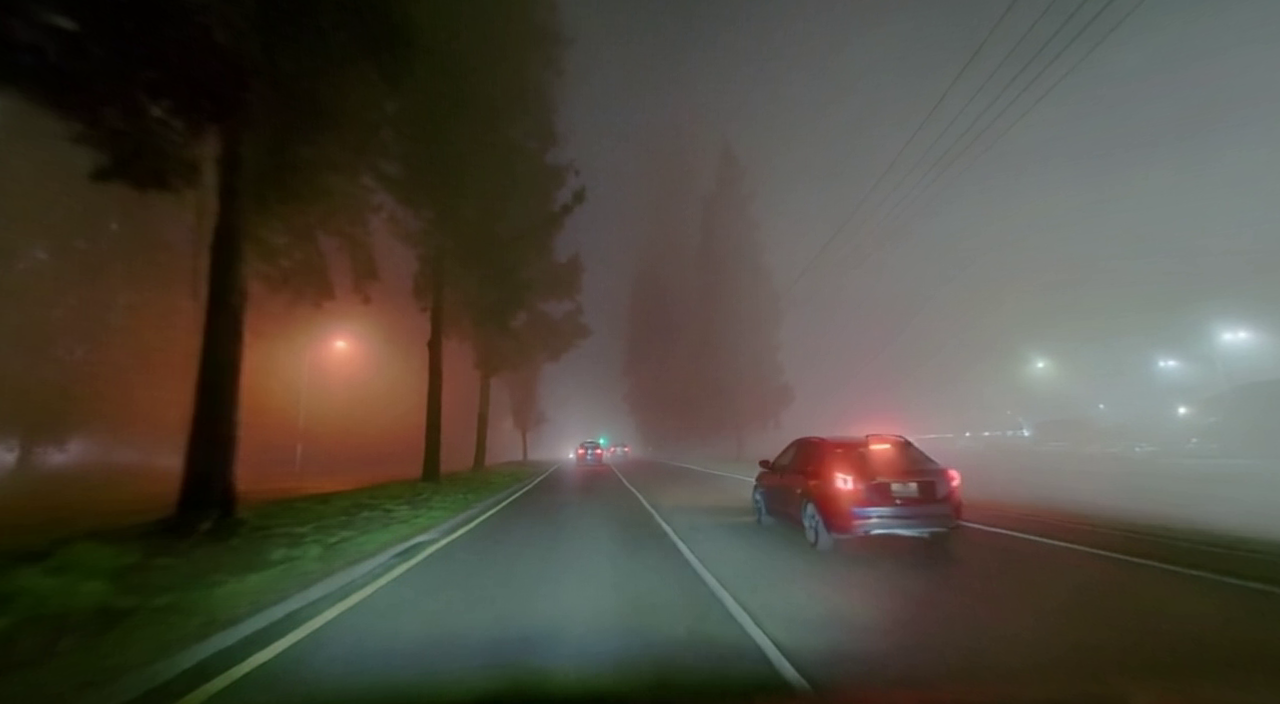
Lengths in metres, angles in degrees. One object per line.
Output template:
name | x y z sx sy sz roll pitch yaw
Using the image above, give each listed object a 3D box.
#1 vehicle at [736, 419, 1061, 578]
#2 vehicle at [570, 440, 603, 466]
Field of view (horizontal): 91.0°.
vehicle | 3.050 1.868 8.959 2.235 1.597 4.918 1 -9 -4
vehicle | -3.841 7.205 45.108 2.189 1.776 4.342 1 -9 -5
